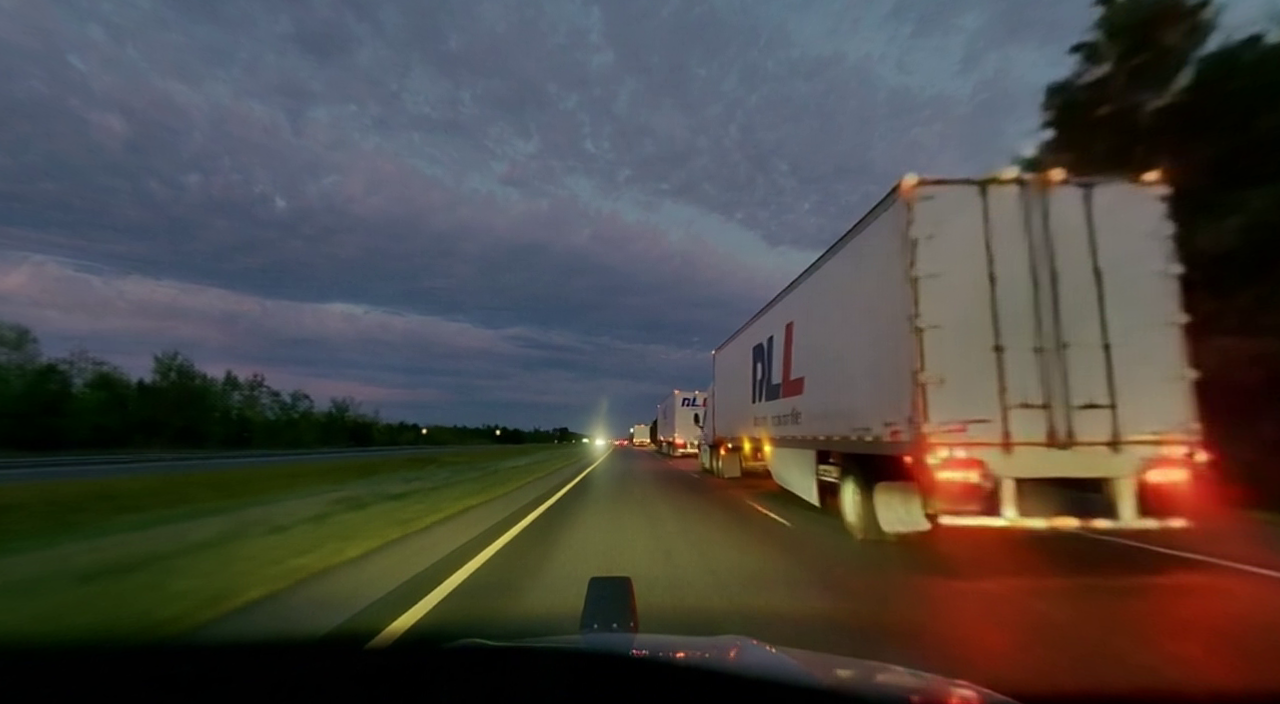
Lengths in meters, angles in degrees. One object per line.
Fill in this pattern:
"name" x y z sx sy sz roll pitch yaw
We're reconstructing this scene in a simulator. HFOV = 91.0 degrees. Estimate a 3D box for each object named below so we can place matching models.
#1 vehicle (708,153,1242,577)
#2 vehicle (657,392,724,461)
"vehicle" 3.862 1.048 13.243 2.863 4.031 14.678 0 -8 -1
"vehicle" 3.164 5.379 44.087 2.871 4.072 14.183 0 -8 -3
